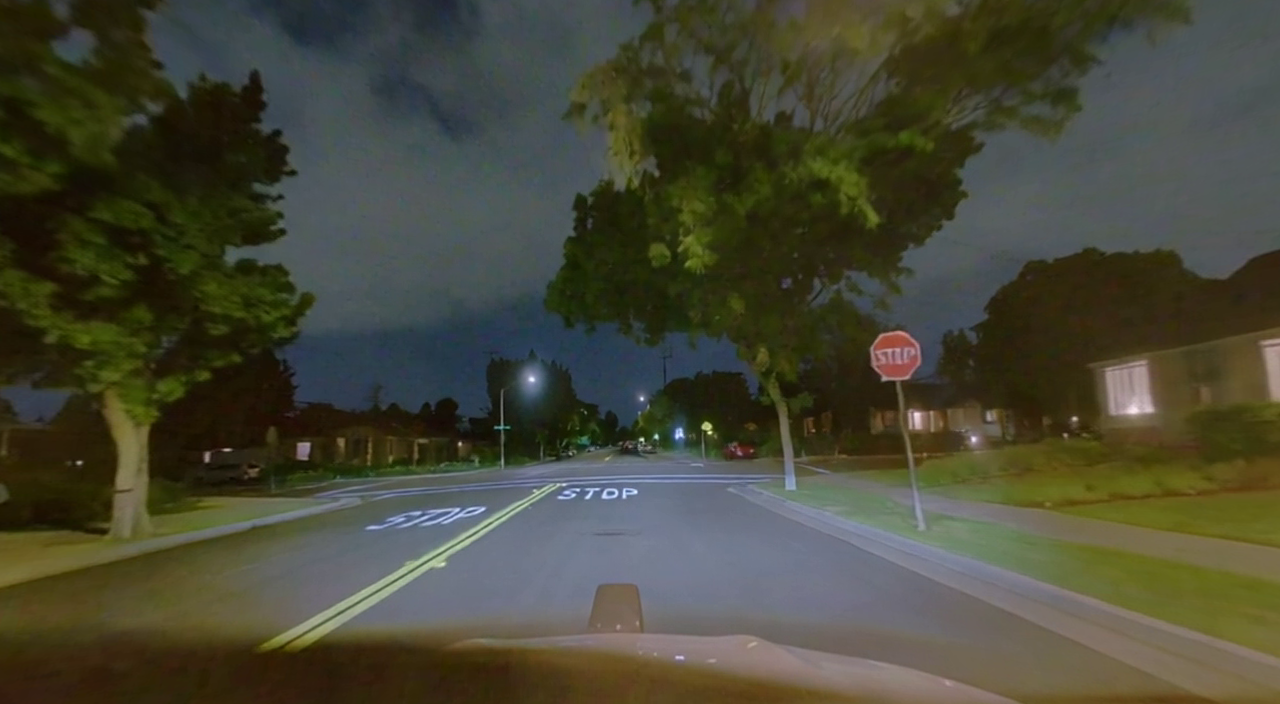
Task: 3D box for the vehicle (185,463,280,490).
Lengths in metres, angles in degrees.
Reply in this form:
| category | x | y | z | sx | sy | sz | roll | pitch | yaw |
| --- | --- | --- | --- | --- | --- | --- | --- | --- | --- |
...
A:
| category | x | y | z | sx | sy | sz | roll | pitch | yaw |
| --- | --- | --- | --- | --- | --- | --- | --- | --- | --- |
| vehicle | -24.329 | 7.432 | 37.832 | 4.380 | 1.462 | 1.864 | 0 | -9 | -1 |

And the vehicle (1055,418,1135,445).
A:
| category | x | y | z | sx | sy | sz | roll | pitch | yaw |
| --- | --- | --- | --- | --- | --- | --- | --- | --- | --- |
| vehicle | 29.207 | 5.155 | 40.753 | 1.846 | 1.452 | 4.499 | -1 | -11 | 1 |
